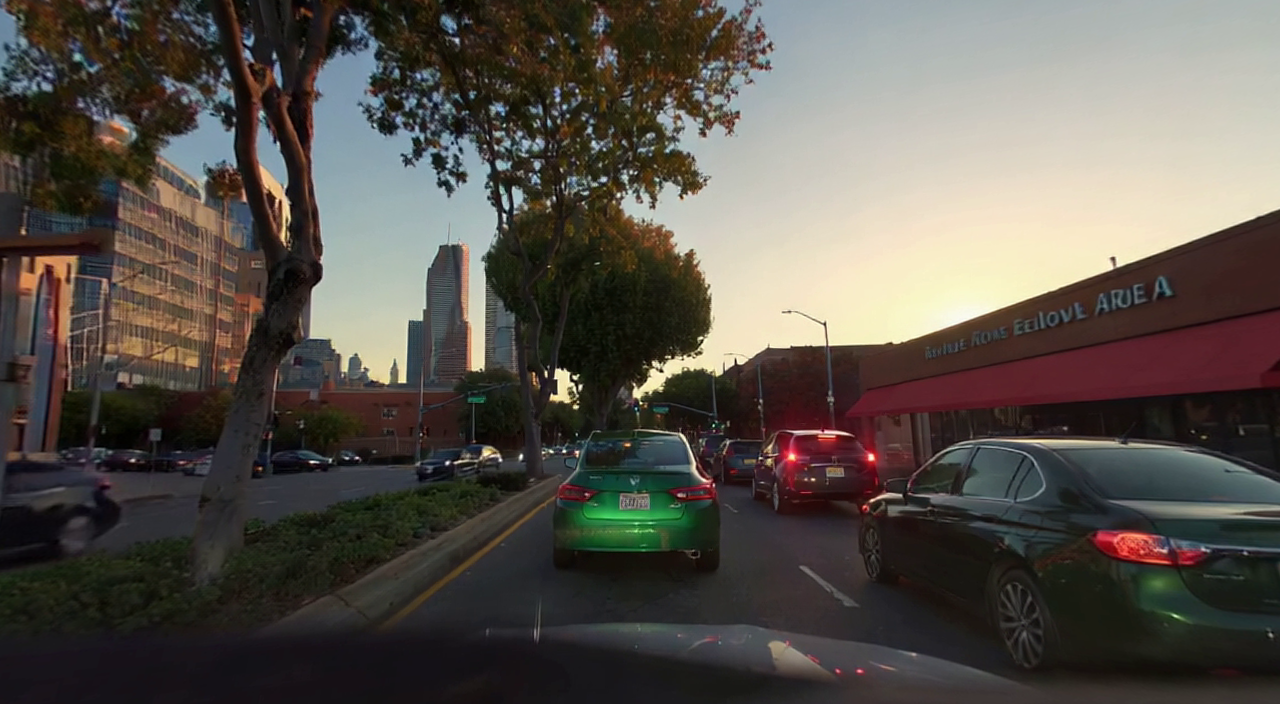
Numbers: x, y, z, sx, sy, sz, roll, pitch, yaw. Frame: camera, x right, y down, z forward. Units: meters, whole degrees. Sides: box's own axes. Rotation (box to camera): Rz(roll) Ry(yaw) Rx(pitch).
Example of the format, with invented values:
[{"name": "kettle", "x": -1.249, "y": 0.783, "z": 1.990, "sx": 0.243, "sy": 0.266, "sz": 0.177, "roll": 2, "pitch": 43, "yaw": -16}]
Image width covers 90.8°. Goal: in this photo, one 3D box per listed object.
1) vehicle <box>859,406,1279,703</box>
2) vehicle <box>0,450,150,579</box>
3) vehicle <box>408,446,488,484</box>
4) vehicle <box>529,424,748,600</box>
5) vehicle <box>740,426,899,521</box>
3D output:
[{"name": "vehicle", "x": 3.303, "y": 1.255, "z": 4.484, "sx": 1.988, "sy": 1.480, "sz": 4.195, "roll": 0, "pitch": -9, "yaw": 0}, {"name": "vehicle", "x": -8.109, "y": 1.825, "z": 7.033, "sx": 1.850, "sy": 1.417, "sz": 4.321, "roll": 0, "pitch": -9, "yaw": 0}, {"name": "vehicle", "x": -8.275, "y": 4.897, "z": 27.679, "sx": 2.169, "sy": 1.477, "sz": 4.168, "roll": 0, "pitch": -9, "yaw": 0}, {"name": "vehicle", "x": -0.025, "y": 1.652, "z": 7.293, "sx": 1.887, "sy": 1.487, "sz": 3.535, "roll": 0, "pitch": -9, "yaw": 0}, {"name": "vehicle", "x": 3.535, "y": 2.481, "z": 13.425, "sx": 2.025, "sy": 1.660, "sz": 4.263, "roll": 0, "pitch": -9, "yaw": -1}]
